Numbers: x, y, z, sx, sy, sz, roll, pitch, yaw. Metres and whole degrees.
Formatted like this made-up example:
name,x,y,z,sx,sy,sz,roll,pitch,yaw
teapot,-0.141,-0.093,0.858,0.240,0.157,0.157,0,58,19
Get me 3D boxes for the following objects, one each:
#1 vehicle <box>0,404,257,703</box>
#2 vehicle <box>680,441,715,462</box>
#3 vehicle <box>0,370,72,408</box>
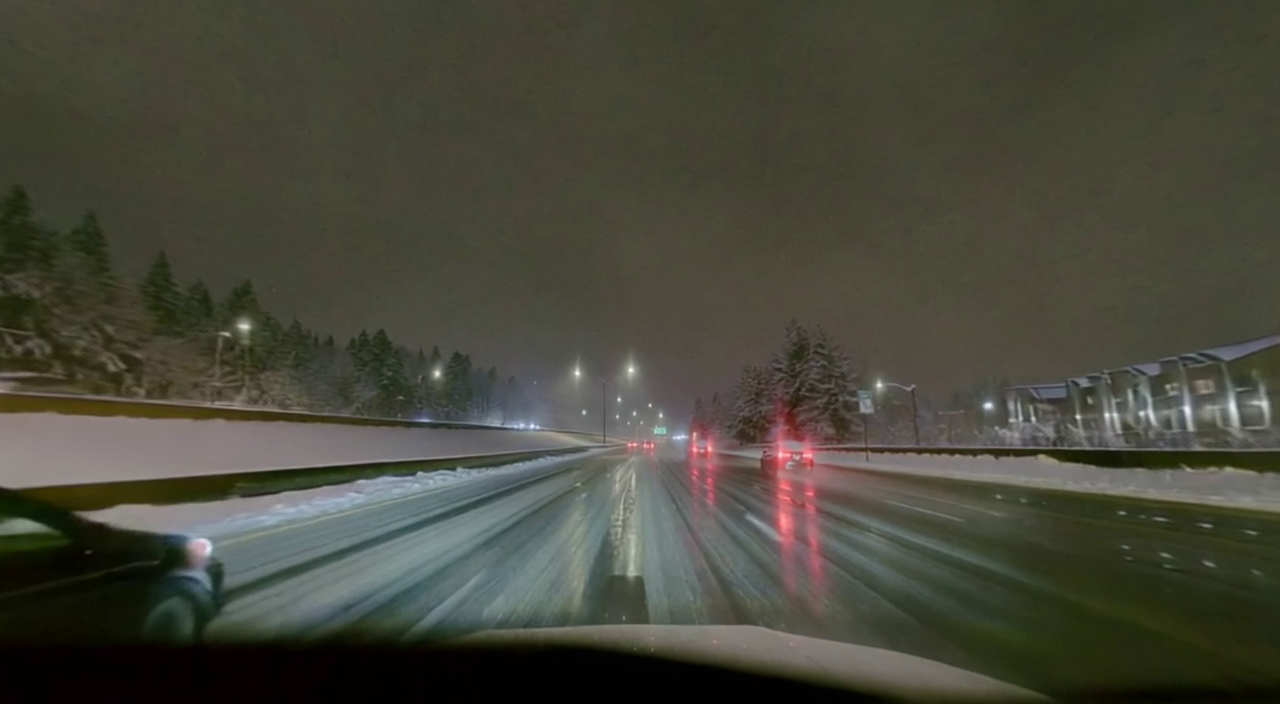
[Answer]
name,x,y,z,sx,sy,sz,roll,pitch,yaw
vehicle,-3.693,0.888,1.895,2.066,1.531,4.738,0,-8,1
vehicle,4.113,7.228,45.762,2.069,1.431,4.313,0,-8,-1
vehicle,-29.136,1.794,29.730,1.590,1.425,3.565,0,-9,-5
